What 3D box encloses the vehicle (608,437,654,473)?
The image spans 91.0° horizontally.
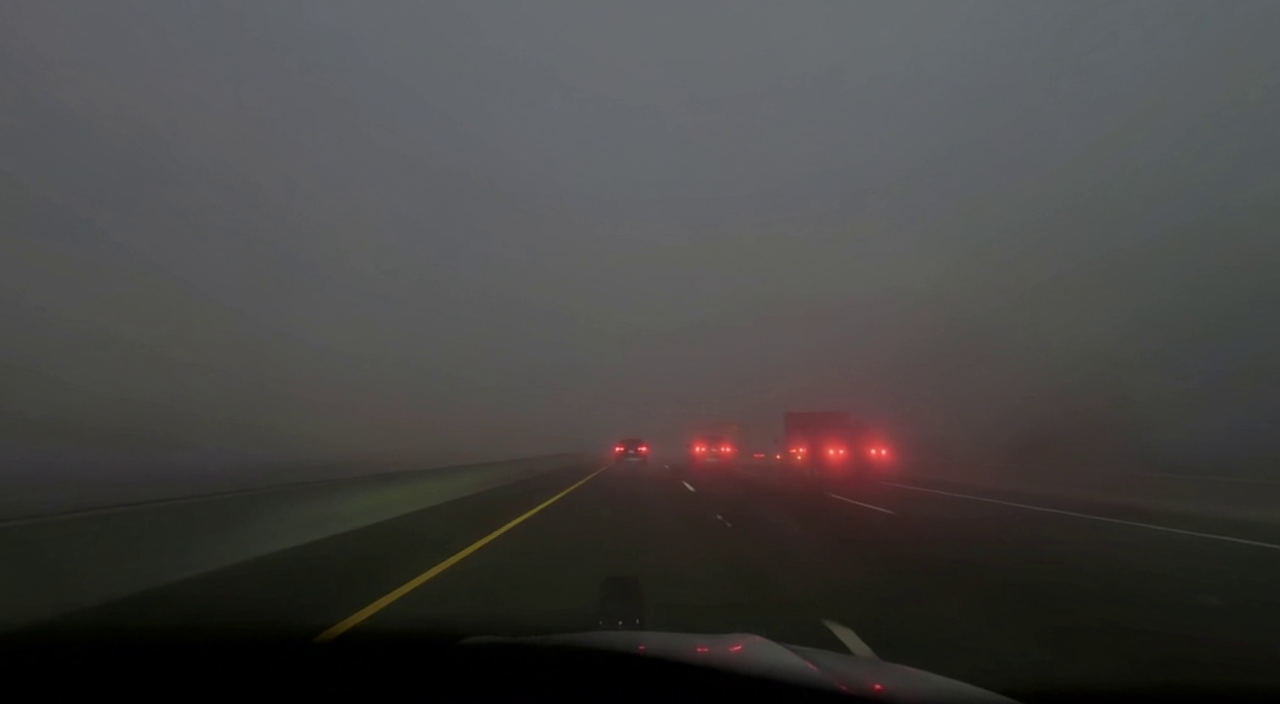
[{"bbox_3d":[-0.375,5.108,31.421,2.142,1.664,4.076,0,-9,1],"label":"vehicle"}]

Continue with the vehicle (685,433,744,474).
[{"bbox_3d":[3.567,4.993,31.108,2.269,1.839,4.554,0,-9,-1],"label":"vehicle"}]
